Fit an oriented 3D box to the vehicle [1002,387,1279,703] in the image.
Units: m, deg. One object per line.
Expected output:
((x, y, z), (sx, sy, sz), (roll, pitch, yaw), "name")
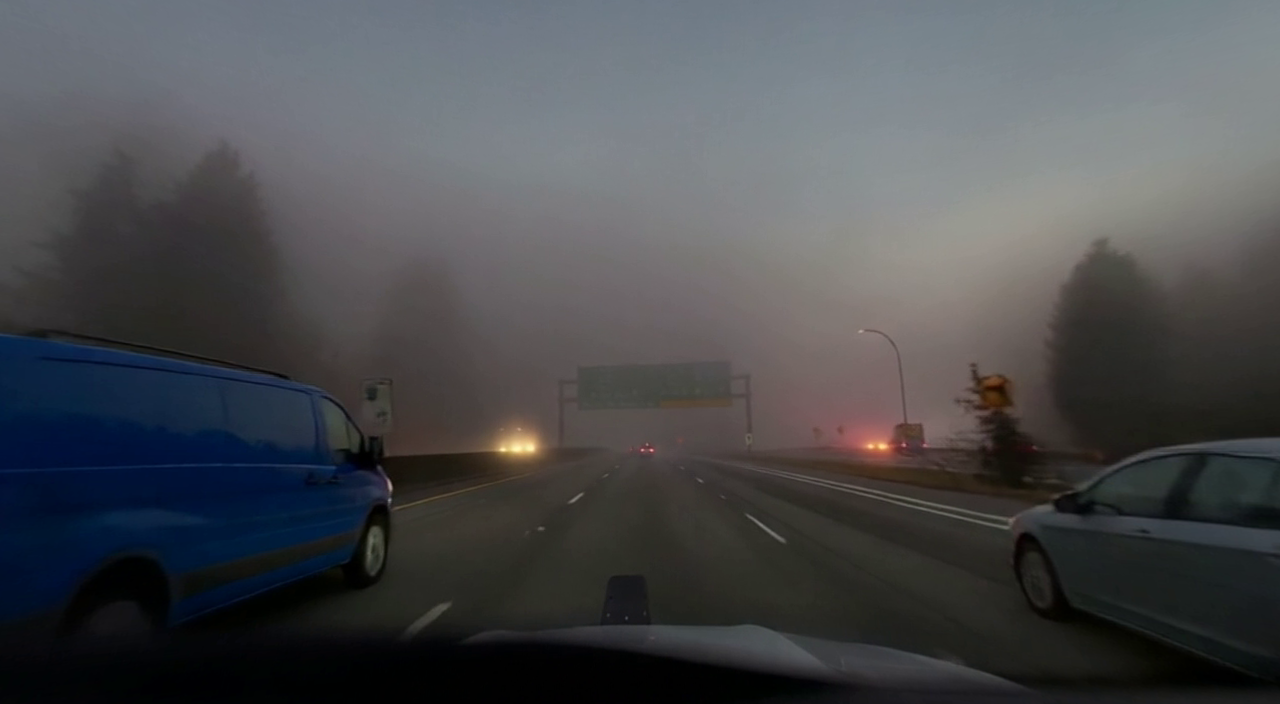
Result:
((3.835, 0.985, 2.967), (1.909, 1.599, 3.943), (0, -8, 1), "vehicle")

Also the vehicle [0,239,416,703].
((-3.364, 0.845, 3.735), (2.281, 2.025, 4.586), (0, -8, 1), "vehicle")
